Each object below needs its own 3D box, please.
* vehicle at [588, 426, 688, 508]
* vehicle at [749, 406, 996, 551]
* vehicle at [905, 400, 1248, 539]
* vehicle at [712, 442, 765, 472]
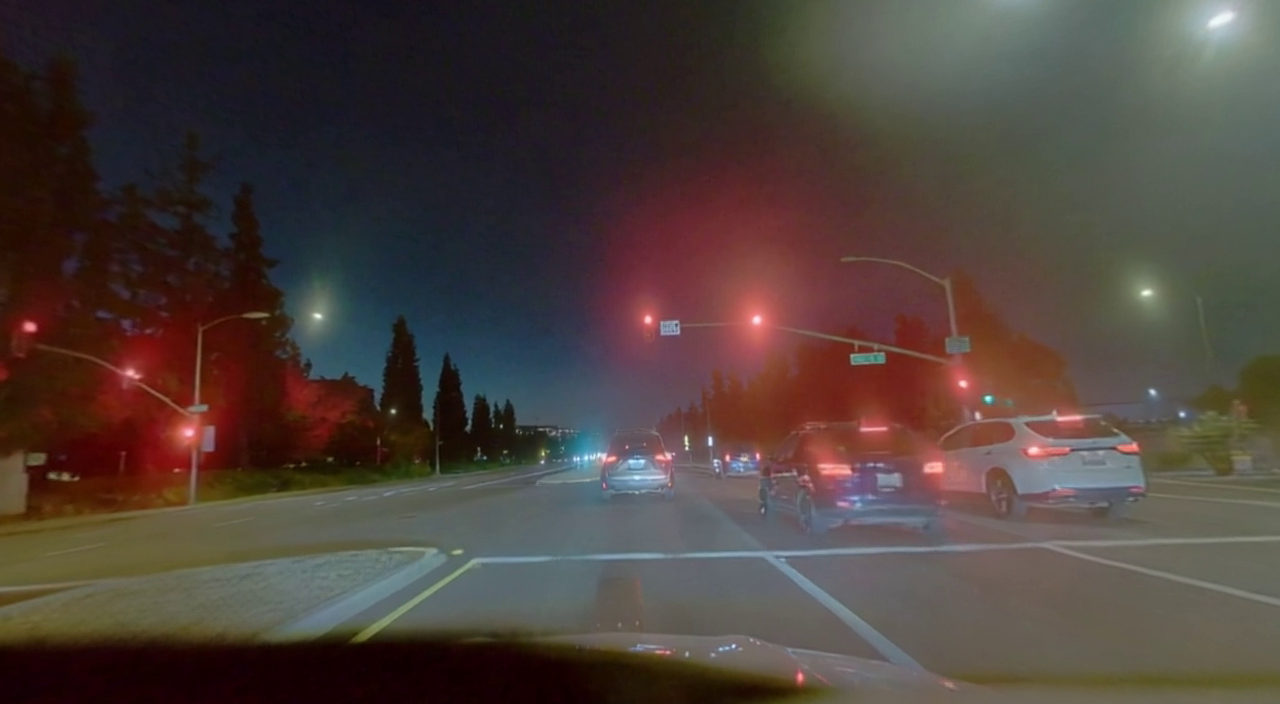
[{"bbox_3d":[-0.087,3.020,16.938,2.353,1.894,4.122,0,-9,-1],"label":"vehicle"},{"bbox_3d":[3.344,1.965,10.509,2.057,1.788,5.216,0,-9,-1],"label":"vehicle"},{"bbox_3d":[7.095,2.005,11.342,2.251,1.873,5.346,0,-9,-1],"label":"vehicle"},{"bbox_3d":[6.220,6.720,40.639,2.440,1.775,4.791,0,-9,-2],"label":"vehicle"}]
